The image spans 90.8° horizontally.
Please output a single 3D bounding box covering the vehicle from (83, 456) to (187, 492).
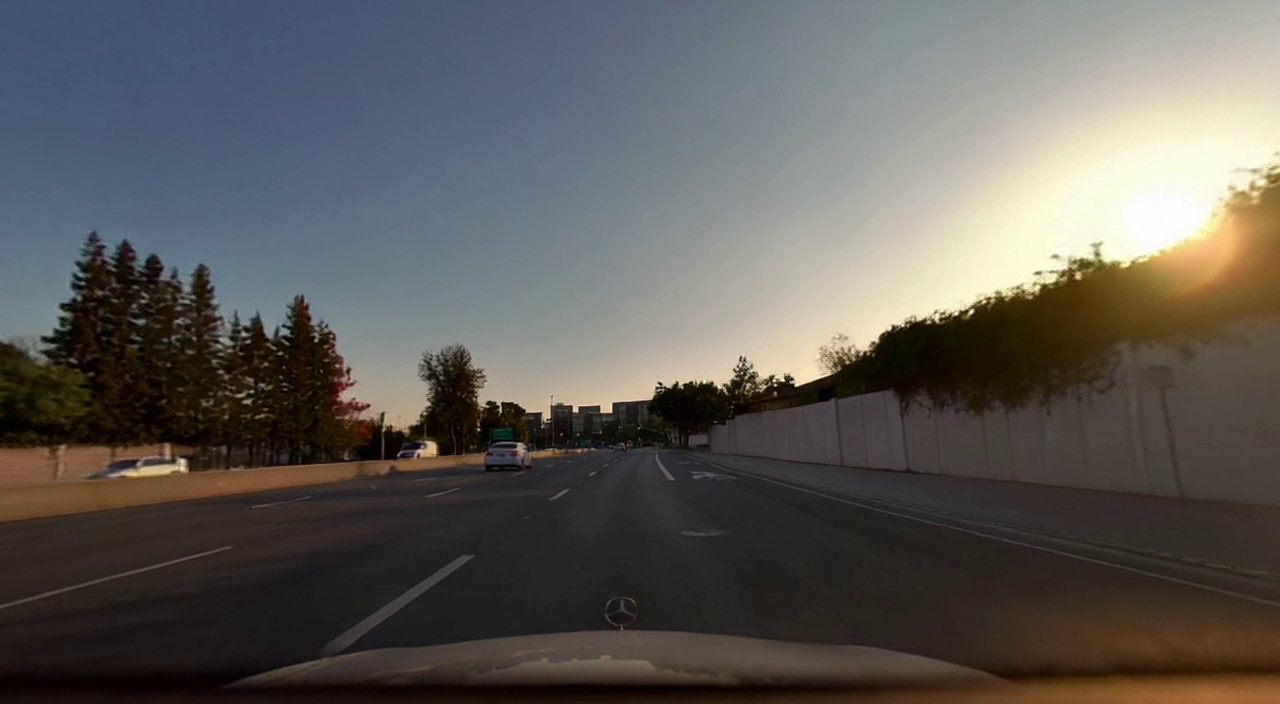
[{"bbox_3d":[-27.320,6.558,34.417,1.958,1.712,4.643,0,-8,-2],"label":"vehicle"}]

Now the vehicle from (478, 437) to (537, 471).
[{"bbox_3d":[-7.175,5.592,34.761,2.115,1.711,4.722,0,-8,2],"label":"vehicle"}]
